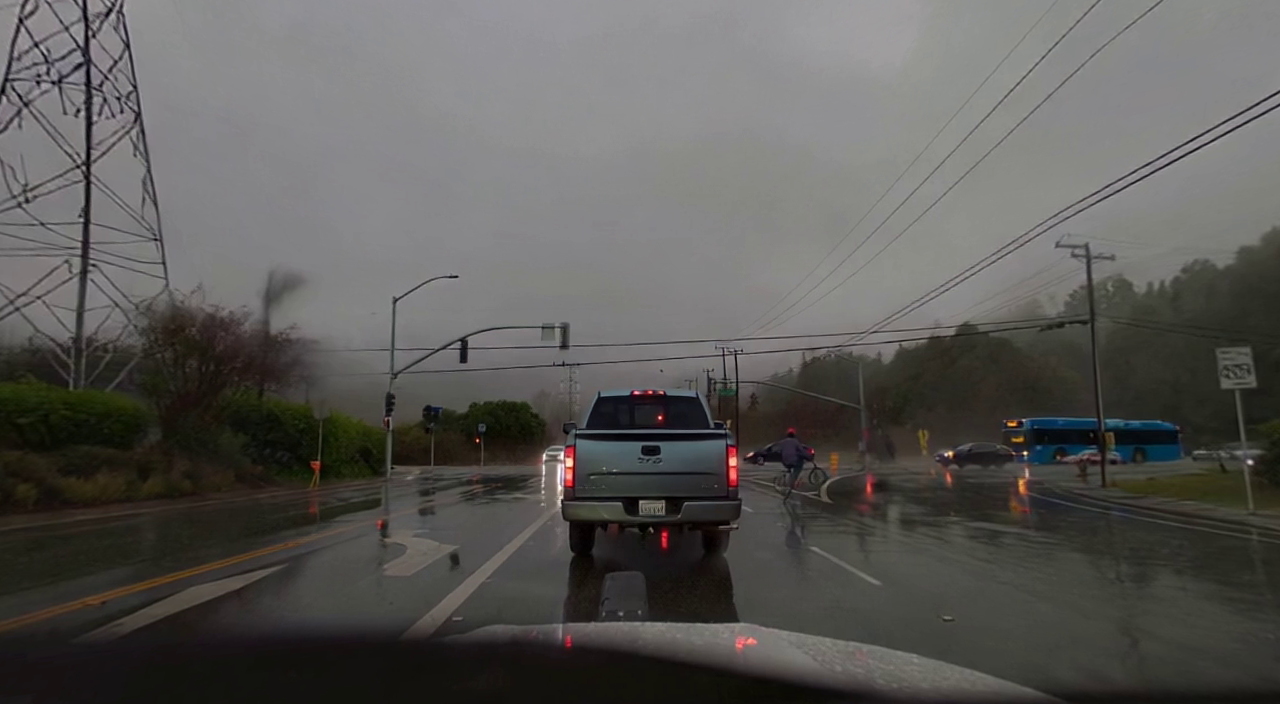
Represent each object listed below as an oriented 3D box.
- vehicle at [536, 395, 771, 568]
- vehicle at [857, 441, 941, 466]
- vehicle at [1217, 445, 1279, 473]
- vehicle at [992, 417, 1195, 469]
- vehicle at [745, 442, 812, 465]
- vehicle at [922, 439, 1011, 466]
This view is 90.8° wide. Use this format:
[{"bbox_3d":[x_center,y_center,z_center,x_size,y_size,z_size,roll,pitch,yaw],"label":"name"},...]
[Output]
[{"bbox_3d":[0.111,1.899,10.139,2.707,1.964,5.485,0,-8,-1],"label":"vehicle"},{"bbox_3d":[16.818,6.610,41.211,4.578,1.490,1.935,-1,-8,3],"label":"vehicle"},{"bbox_3d":[41.371,6.972,41.269,5.426,1.728,1.999,0,-8,-2],"label":"vehicle"},{"bbox_3d":[29.368,5.965,41.252,10.726,3.128,3.003,-1,-8,1],"label":"vehicle"},{"bbox_3d":[10.219,7.478,46.608,4.560,1.592,1.956,-4,-9,19],"label":"vehicle"},{"bbox_3d":[23.412,7.208,45.431,5.235,1.878,2.107,0,-8,-2],"label":"vehicle"}]
